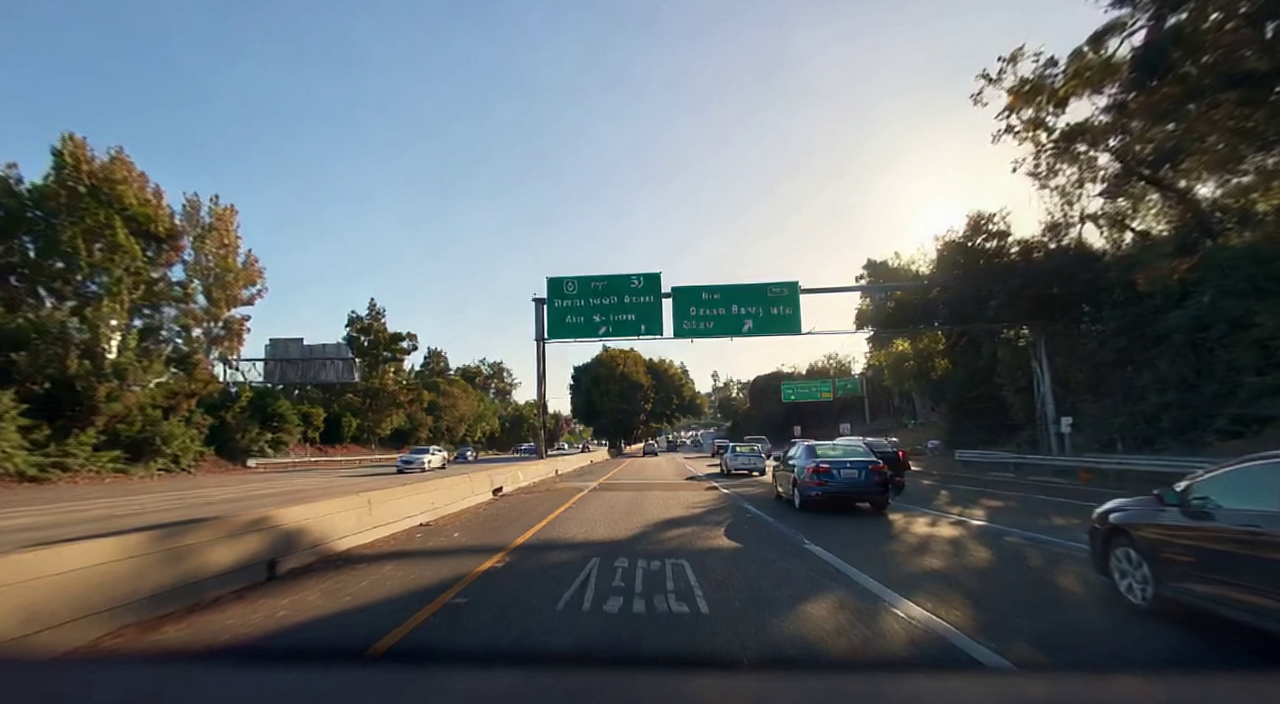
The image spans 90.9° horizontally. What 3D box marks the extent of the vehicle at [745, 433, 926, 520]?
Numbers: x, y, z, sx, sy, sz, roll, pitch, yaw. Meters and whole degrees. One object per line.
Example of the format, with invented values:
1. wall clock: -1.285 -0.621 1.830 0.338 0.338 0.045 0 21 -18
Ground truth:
1. vehicle: 3.707 2.445 13.042 2.198 1.467 4.675 0 -8 -1

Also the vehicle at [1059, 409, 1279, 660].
1. vehicle: 5.028 1.052 3.403 2.143 1.516 4.533 1 -8 -5

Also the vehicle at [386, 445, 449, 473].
1. vehicle: -12.944 6.242 37.009 1.902 1.474 4.752 0 -8 1
